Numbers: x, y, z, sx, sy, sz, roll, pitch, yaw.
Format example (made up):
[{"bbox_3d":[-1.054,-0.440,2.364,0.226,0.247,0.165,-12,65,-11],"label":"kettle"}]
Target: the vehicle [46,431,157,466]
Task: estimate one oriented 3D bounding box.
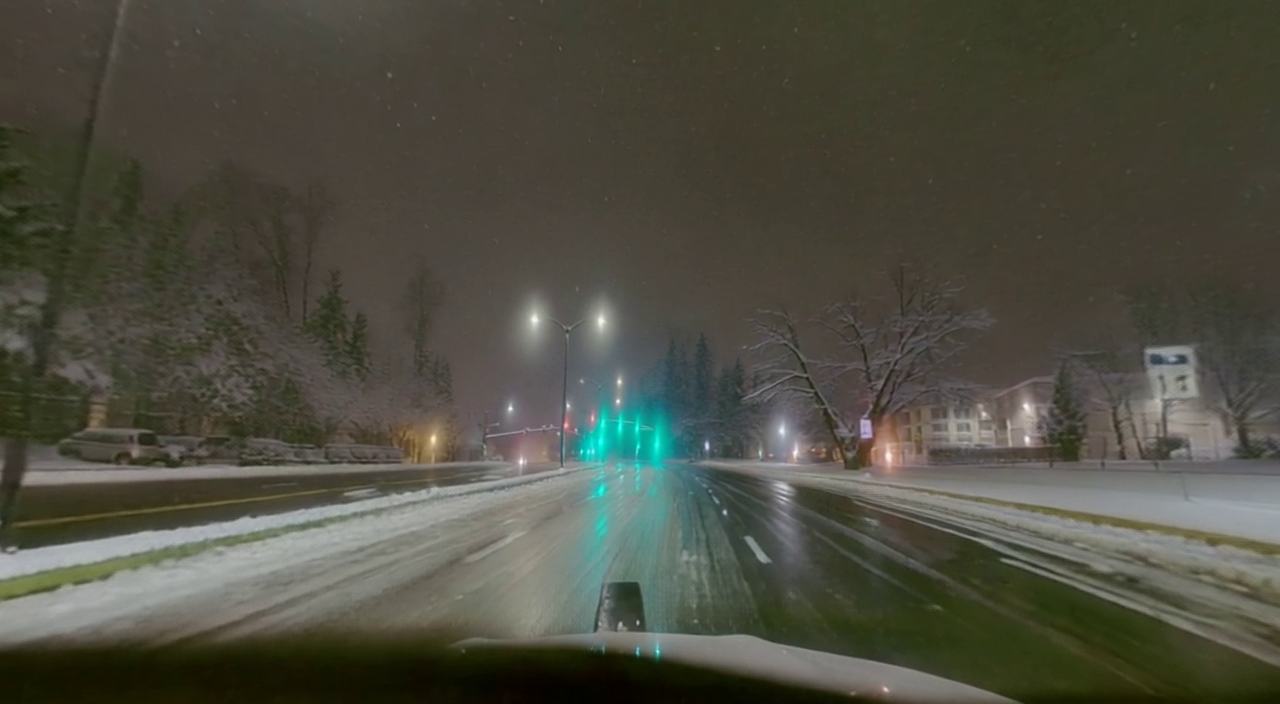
[{"bbox_3d":[-32.918,5.926,38.778,4.579,1.962,2.161,1,-9,-16],"label":"vehicle"}]
